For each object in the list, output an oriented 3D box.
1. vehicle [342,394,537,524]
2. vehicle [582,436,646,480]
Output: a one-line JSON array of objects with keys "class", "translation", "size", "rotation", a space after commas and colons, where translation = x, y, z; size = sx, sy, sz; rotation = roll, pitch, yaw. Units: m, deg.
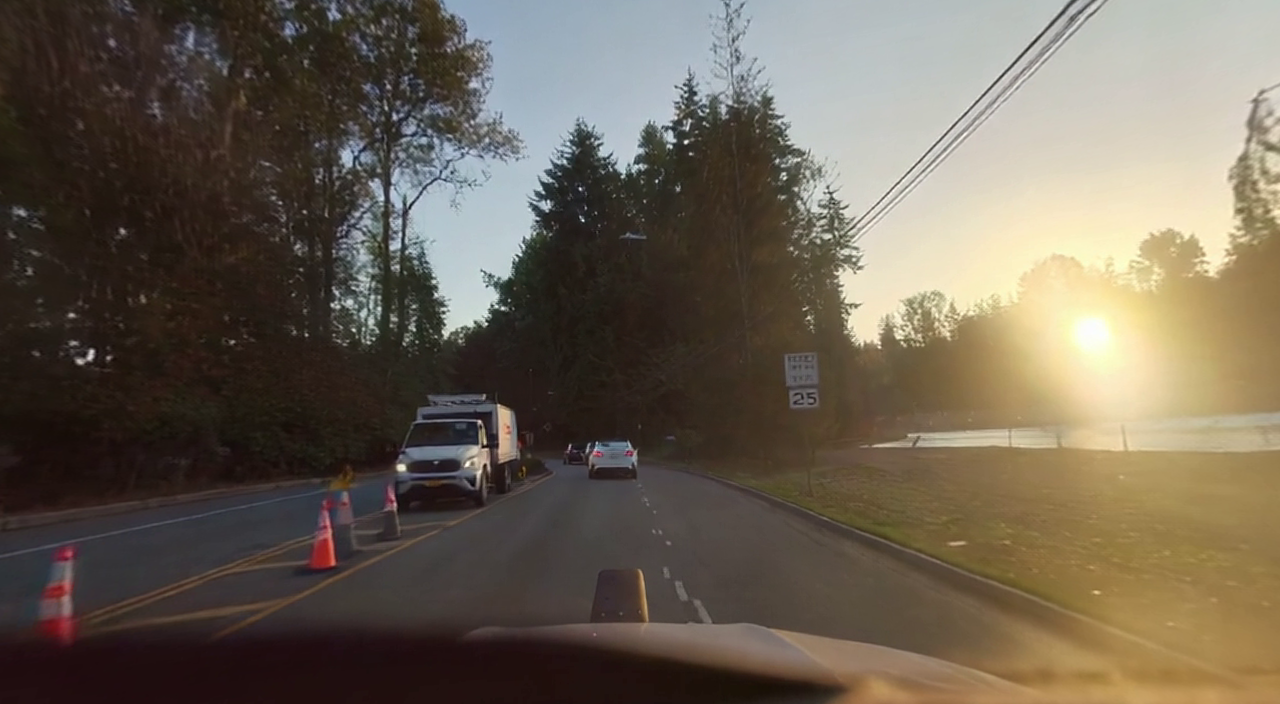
[{"class": "vehicle", "translation": [-3.694, 2.148, 13.249], "size": [2.671, 2.053, 6.074], "rotation": [1, -8, -6]}, {"class": "vehicle", "translation": [-1.041, 3.897, 23.515], "size": [2.186, 1.463, 4.356], "rotation": [1, -8, -4]}]
